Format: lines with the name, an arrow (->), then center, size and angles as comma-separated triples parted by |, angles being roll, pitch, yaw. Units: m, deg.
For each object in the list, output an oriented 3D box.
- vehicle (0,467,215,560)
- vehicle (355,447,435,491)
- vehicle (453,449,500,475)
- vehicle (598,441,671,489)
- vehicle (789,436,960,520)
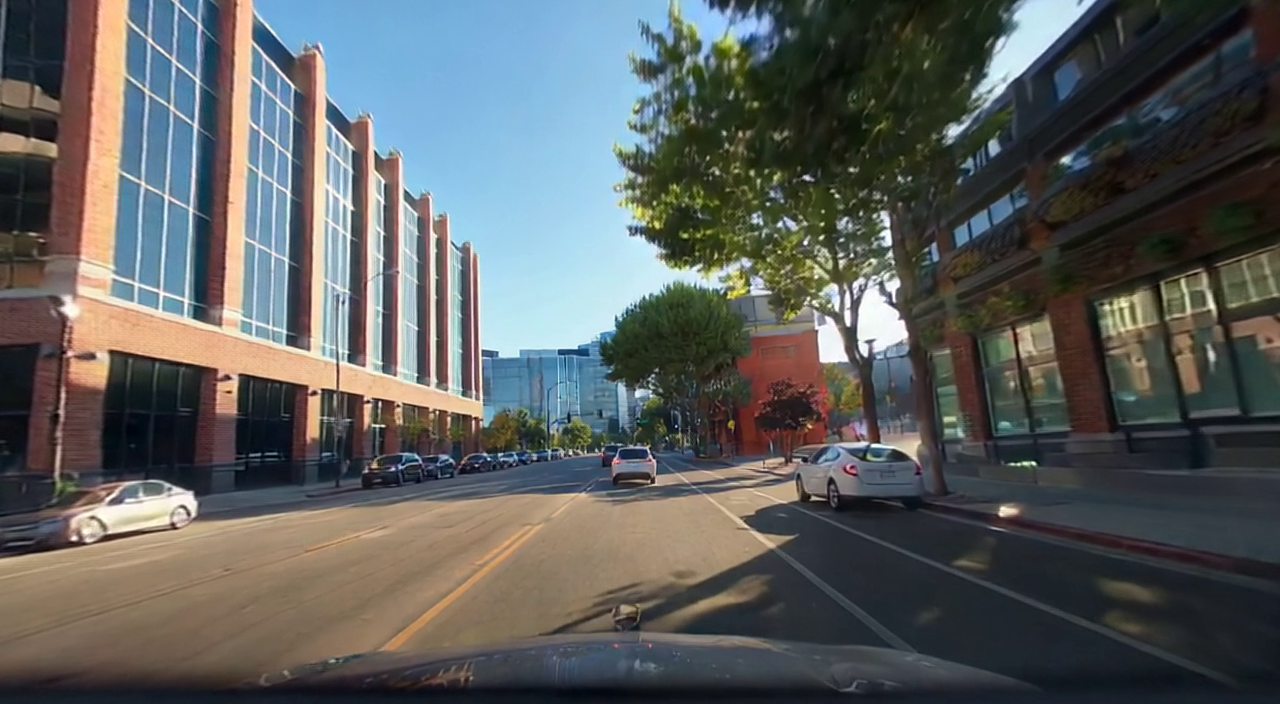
vehicle -> -11.532, 3.337, 13.558 | 1.917, 1.408, 4.454 | -4, -8, -2
vehicle -> -11.822, 5.650, 30.904 | 2.114, 1.938, 4.590 | -1, -8, -1
vehicle -> -11.679, 7.902, 45.513 | 2.077, 1.732, 4.704 | 0, -8, 1
vehicle -> -0.150, 3.806, 21.598 | 2.269, 1.479, 3.980 | 0, -8, 1
vehicle -> 5.000, 2.724, 14.230 | 2.075, 1.584, 4.201 | 0, -8, -2
